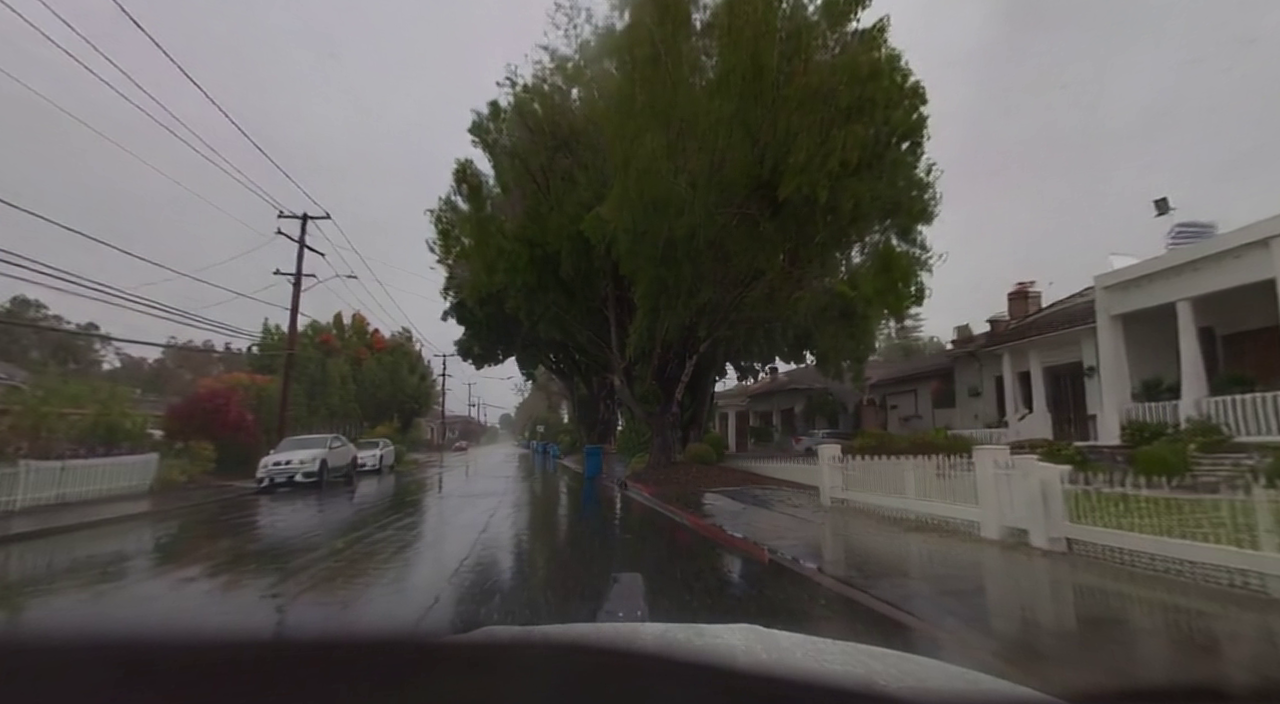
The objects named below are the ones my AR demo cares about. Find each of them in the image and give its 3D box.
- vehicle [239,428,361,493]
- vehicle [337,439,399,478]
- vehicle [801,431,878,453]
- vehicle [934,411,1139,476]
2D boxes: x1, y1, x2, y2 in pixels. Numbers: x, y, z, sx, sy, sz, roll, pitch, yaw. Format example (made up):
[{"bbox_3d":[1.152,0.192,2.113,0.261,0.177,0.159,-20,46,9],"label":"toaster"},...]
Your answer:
[{"bbox_3d":[-11.952,3.857,22.762,2.240,1.940,5.429,-1,-9,-10],"label":"vehicle"},{"bbox_3d":[-13.969,5.459,32.746,1.939,1.756,4.767,-2,-8,-11],"label":"vehicle"},{"bbox_3d":[10.486,4.777,33.324,3.606,1.094,1.420,2,-8,-9],"label":"vehicle"},{"bbox_3d":[11.397,2.654,18.329,4.842,1.728,1.875,1,-9,-8],"label":"vehicle"}]
